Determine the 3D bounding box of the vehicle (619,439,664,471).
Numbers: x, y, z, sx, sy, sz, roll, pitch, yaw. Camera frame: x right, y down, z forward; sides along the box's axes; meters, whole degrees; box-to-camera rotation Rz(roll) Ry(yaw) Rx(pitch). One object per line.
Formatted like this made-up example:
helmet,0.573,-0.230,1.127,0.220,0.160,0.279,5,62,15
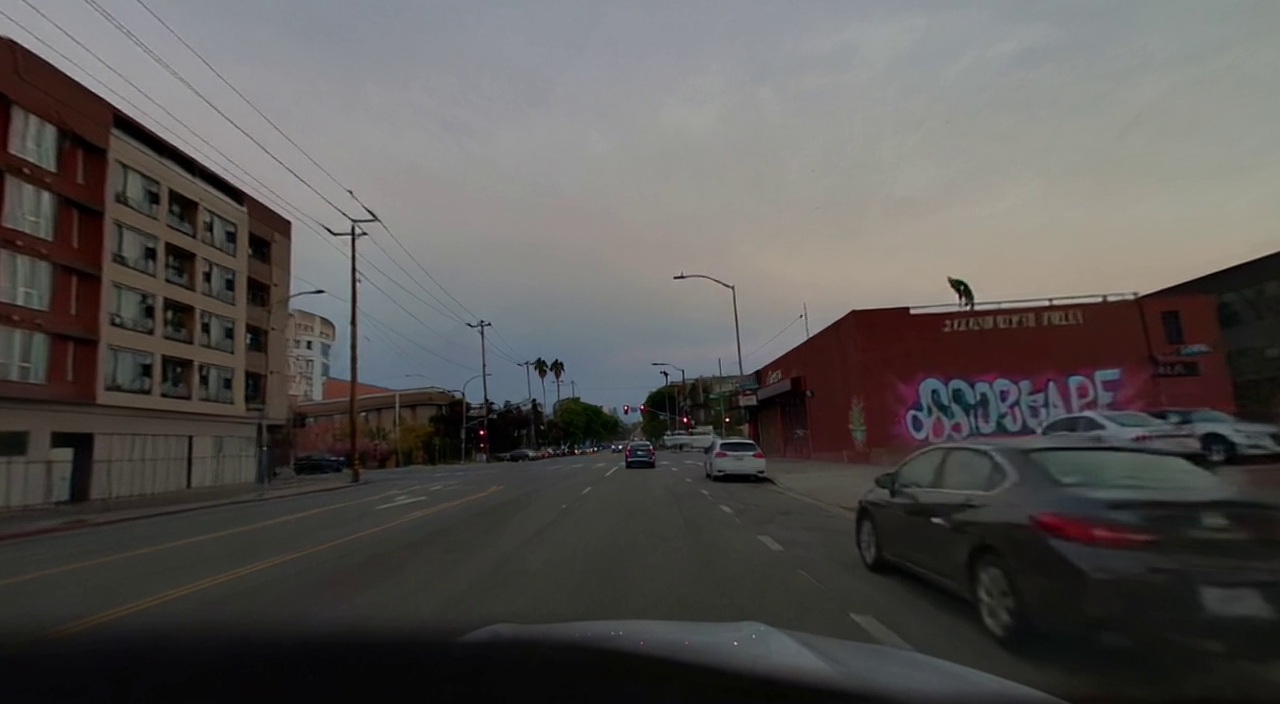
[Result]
vehicle,0.089,5.228,32.170,2.153,1.505,4.452,0,-8,0

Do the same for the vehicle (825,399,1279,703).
vehicle,3.163,1.307,5.122,2.062,1.535,4.206,0,-8,1

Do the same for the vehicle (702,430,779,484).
vehicle,3.444,3.706,22.371,1.938,1.714,4.402,0,-8,0
